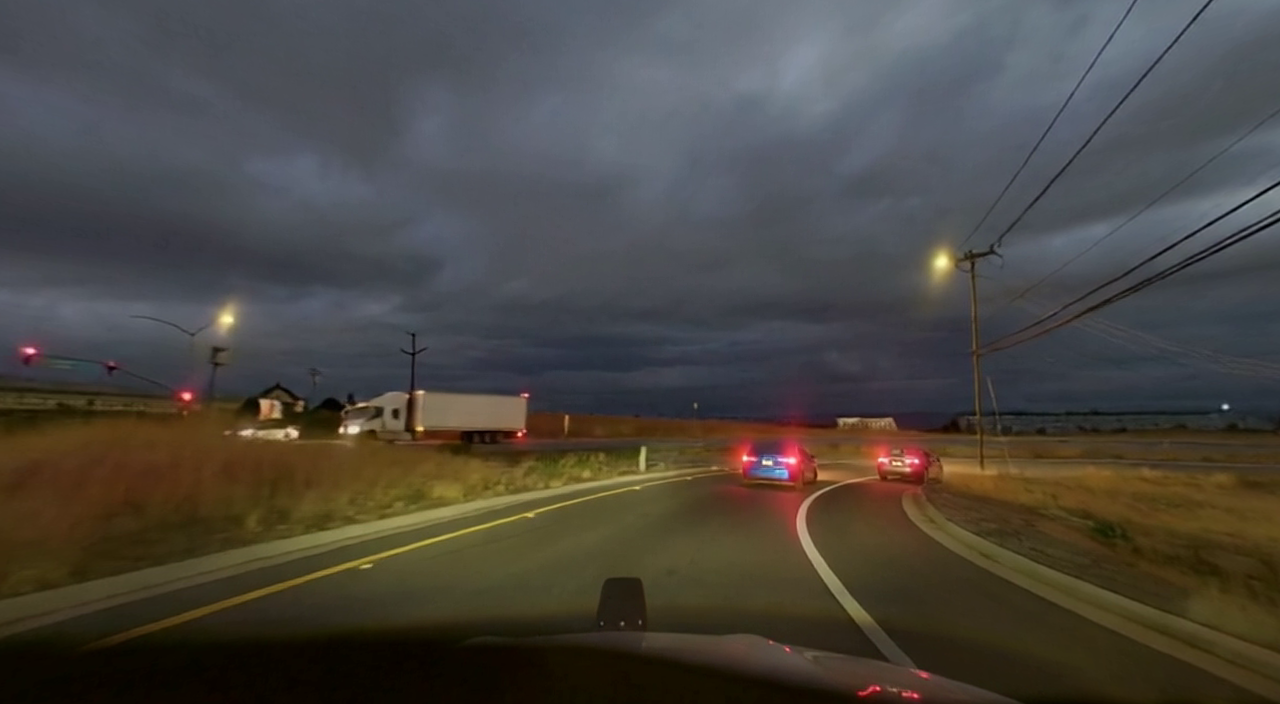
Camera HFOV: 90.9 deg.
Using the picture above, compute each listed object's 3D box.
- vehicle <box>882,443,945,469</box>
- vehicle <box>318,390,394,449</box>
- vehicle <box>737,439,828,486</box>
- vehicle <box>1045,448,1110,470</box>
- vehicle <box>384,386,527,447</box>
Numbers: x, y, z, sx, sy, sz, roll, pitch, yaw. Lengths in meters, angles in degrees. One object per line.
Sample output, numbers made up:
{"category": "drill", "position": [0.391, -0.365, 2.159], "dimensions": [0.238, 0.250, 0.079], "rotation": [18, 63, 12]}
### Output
{"category": "vehicle", "position": [16.274, 6.153, 37.426], "dimensions": [4.307, 1.465, 1.836], "rotation": [9, -12, -44]}
{"category": "vehicle", "position": [-18.776, 4.543, 41.669], "dimensions": [3.911, 3.666, 2.936], "rotation": [6, -11, -33]}
{"category": "vehicle", "position": [4.993, 3.758, 21.659], "dimensions": [2.026, 1.407, 4.374], "rotation": [-4, -10, 26]}
{"category": "vehicle", "position": [32.416, 7.919, 46.724], "dimensions": [4.102, 1.552, 1.931], "rotation": [4, -10, -23]}
{"category": "vehicle", "position": [-13.080, 4.810, 45.385], "dimensions": [9.356, 3.992, 2.808], "rotation": [6, -11, -33]}
